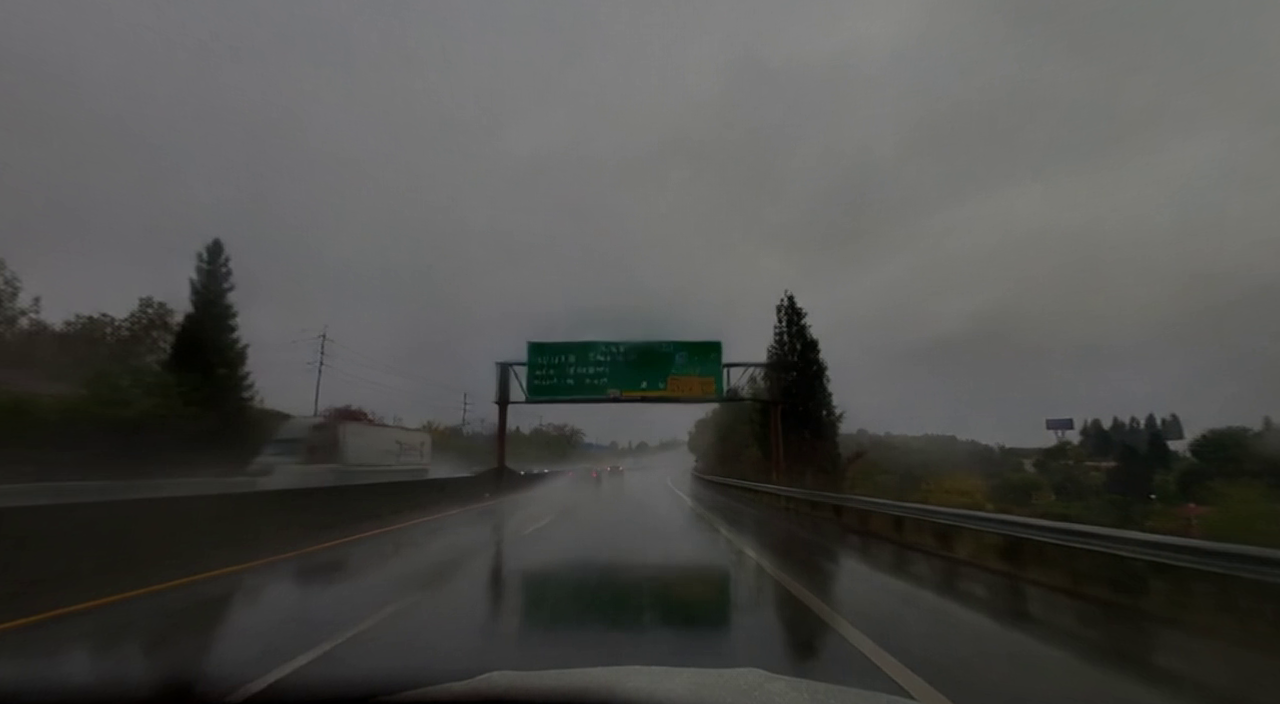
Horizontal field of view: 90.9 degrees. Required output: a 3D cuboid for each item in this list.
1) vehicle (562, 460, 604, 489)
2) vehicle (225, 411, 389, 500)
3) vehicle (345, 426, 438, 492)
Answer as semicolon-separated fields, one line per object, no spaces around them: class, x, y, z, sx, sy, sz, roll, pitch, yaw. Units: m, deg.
vehicle;-3.648;8.011;41.394;2.160;1.721;4.368;0;-11;2
vehicle;-17.202;5.645;33.800;3.004;4.014;9.919;1;-11;2
vehicle;-16.915;7.442;43.650;2.842;4.039;7.958;1;-11;2
